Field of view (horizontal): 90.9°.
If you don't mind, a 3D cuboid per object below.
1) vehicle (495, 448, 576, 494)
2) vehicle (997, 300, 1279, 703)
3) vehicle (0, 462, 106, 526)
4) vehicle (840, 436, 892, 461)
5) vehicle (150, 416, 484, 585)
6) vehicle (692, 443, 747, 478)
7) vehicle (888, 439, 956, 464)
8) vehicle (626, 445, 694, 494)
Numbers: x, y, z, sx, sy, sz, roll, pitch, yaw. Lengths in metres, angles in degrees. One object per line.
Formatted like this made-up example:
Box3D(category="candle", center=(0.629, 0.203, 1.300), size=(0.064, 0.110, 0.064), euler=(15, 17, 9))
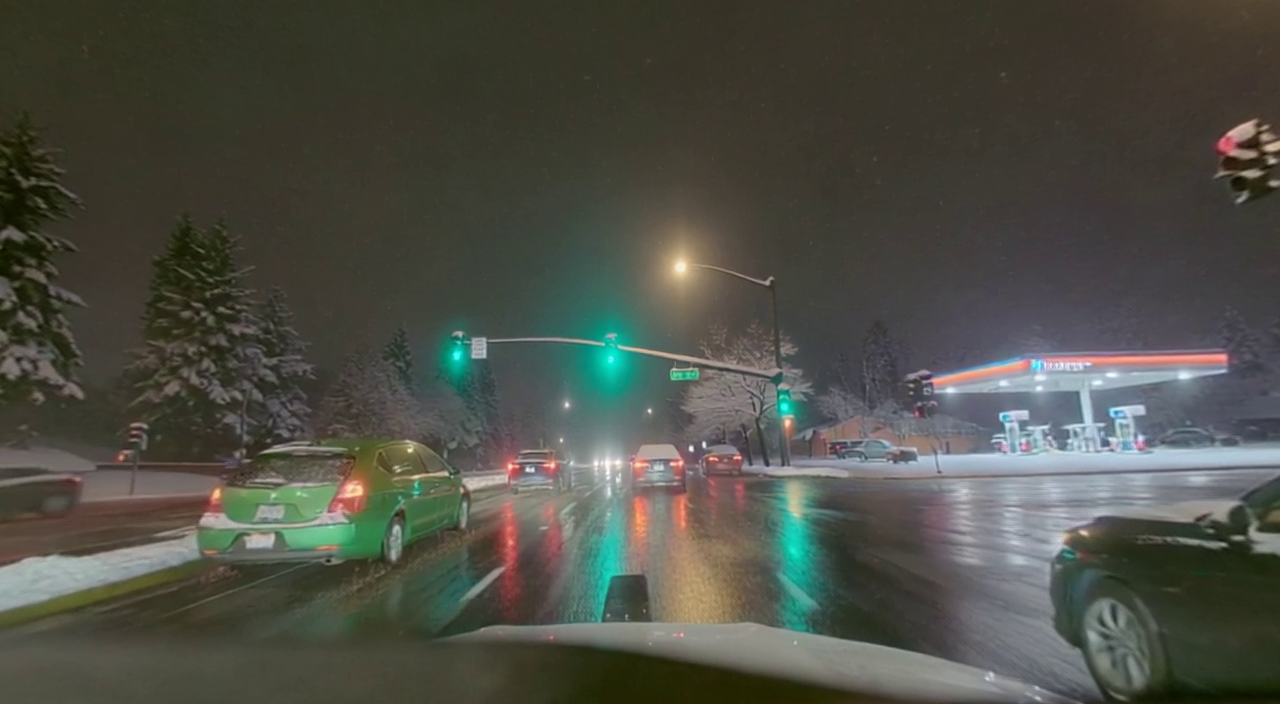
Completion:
Box3D(category="vehicle", center=(-3.517, 4.106, 22.113), size=(1.995, 1.436, 4.500), euler=(0, -9, 1))
Box3D(category="vehicle", center=(3.314, 0.631, 1.731), size=(1.992, 1.805, 4.549), euler=(0, -9, 1))
Box3D(category="vehicle", center=(-18.823, 4.183, 18.587), size=(1.968, 1.684, 4.663), euler=(-2, -9, 2))
Box3D(category="vehicle", center=(16.880, 7.270, 47.303), size=(2.110, 1.744, 4.928), euler=(0, -9, 1))
Box3D(category="vehicle", center=(-3.873, 1.890, 8.855), size=(2.023, 1.687, 4.874), euler=(0, -9, 1))
Box3D(category="vehicle", center=(3.660, 5.123, 29.920), size=(1.920, 1.479, 4.548), euler=(0, -9, -1))
Box3D(category="vehicle", center=(18.011, 6.441, 40.570), size=(2.081, 1.482, 4.860), euler=(0, -9, 0))
Box3D(category="vehicle", center=(0.644, 3.794, 20.662), size=(1.994, 1.433, 3.894), euler=(-1, -9, 2))
